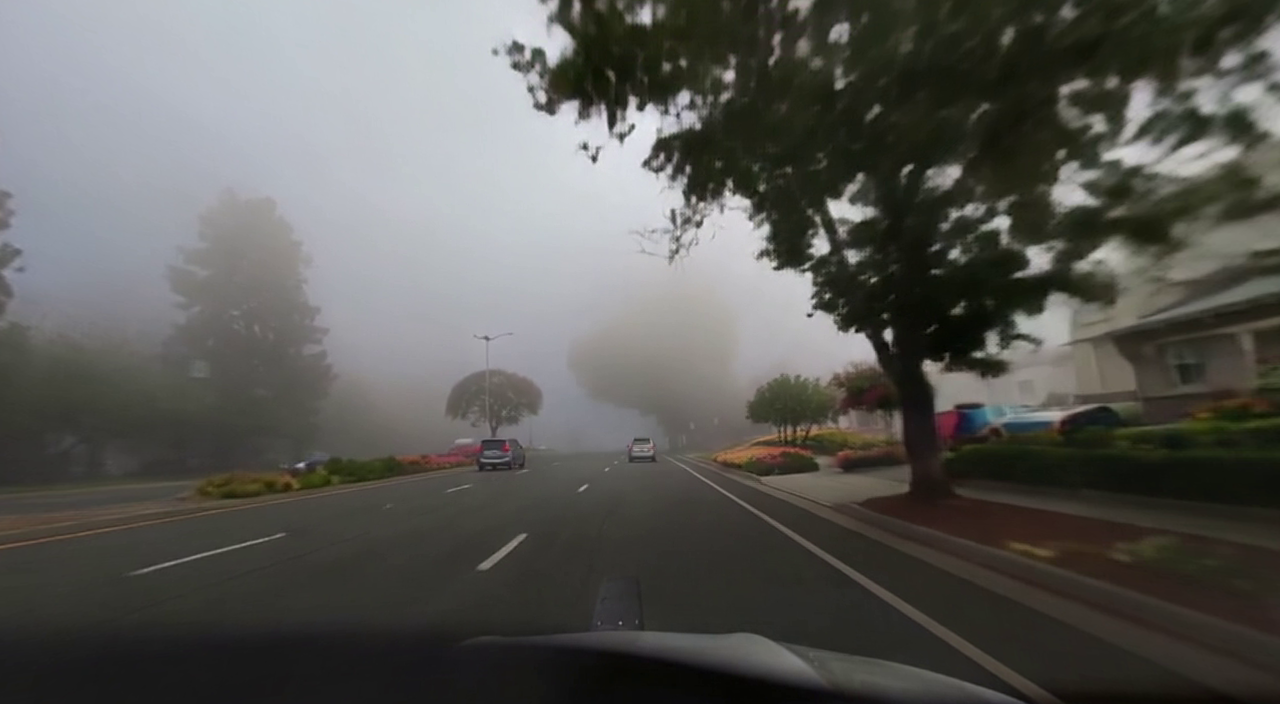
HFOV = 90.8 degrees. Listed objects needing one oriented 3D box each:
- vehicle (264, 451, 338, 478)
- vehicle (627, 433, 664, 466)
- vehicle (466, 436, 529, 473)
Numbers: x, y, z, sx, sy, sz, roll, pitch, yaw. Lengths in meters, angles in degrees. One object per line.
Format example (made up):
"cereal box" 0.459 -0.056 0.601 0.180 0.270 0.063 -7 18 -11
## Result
"vehicle" -20.704 6.876 38.815 1.877 1.507 4.722 0 -8 1
"vehicle" 0.329 5.744 37.291 2.070 1.764 4.552 0 -8 1
"vehicle" -6.908 5.015 31.080 1.993 1.657 4.487 -1 -8 1
